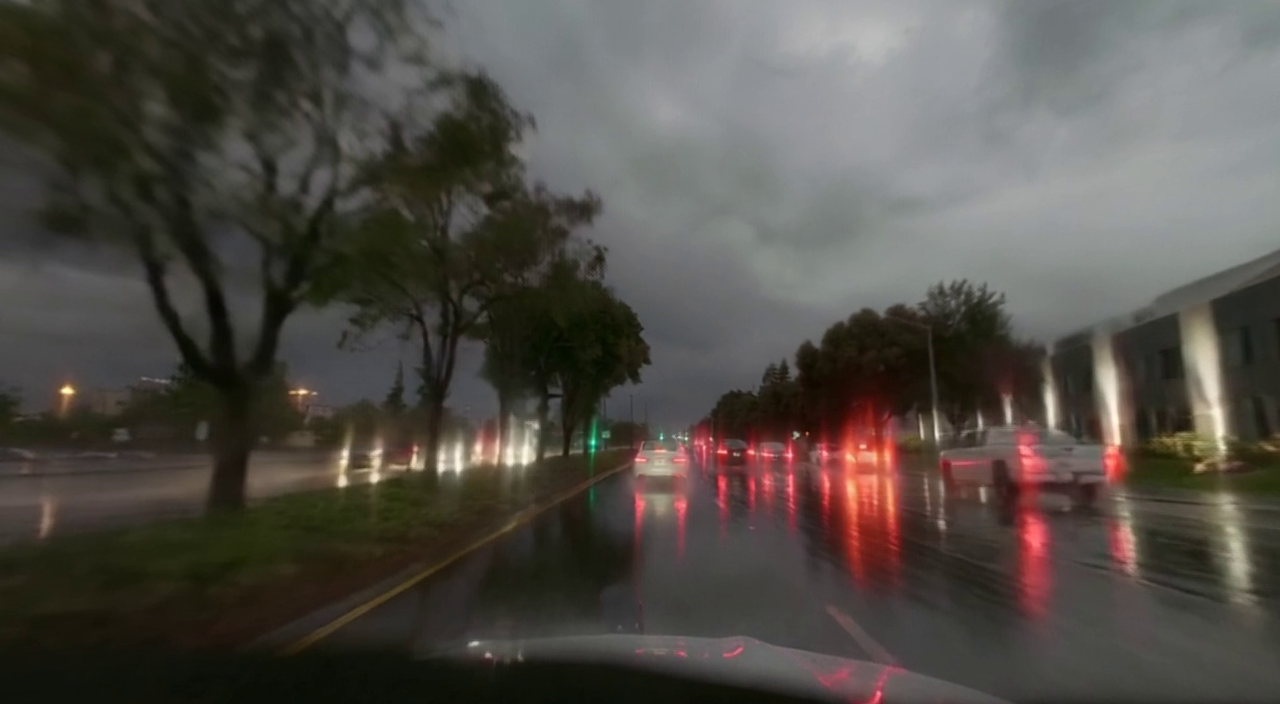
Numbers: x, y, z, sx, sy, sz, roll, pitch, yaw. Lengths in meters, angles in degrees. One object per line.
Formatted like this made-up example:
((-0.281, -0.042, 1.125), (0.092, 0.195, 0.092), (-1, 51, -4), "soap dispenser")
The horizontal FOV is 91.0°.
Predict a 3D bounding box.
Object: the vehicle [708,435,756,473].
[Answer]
((4.710, 5.296, 32.803), (1.976, 1.796, 4.159), (0, -9, 2), "vehicle")

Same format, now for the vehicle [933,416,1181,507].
((11.269, 3.053, 18.063), (2.493, 2.084, 6.892), (0, -9, 1), "vehicle")

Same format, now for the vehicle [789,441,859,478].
((8.153, 4.797, 28.316), (1.928, 1.488, 4.361), (0, -9, 2), "vehicle")

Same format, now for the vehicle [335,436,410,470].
((-12.669, 4.807, 30.058), (1.785, 1.503, 3.885), (0, -9, 2), "vehicle")

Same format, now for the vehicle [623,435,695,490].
((0.647, 3.618, 20.954), (2.145, 1.603, 4.369), (0, -8, 2), "vehicle")

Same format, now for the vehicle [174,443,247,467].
((-32.760, 7.815, 48.026), (4.949, 1.714, 1.936), (-3, -9, 20), "vehicle")
